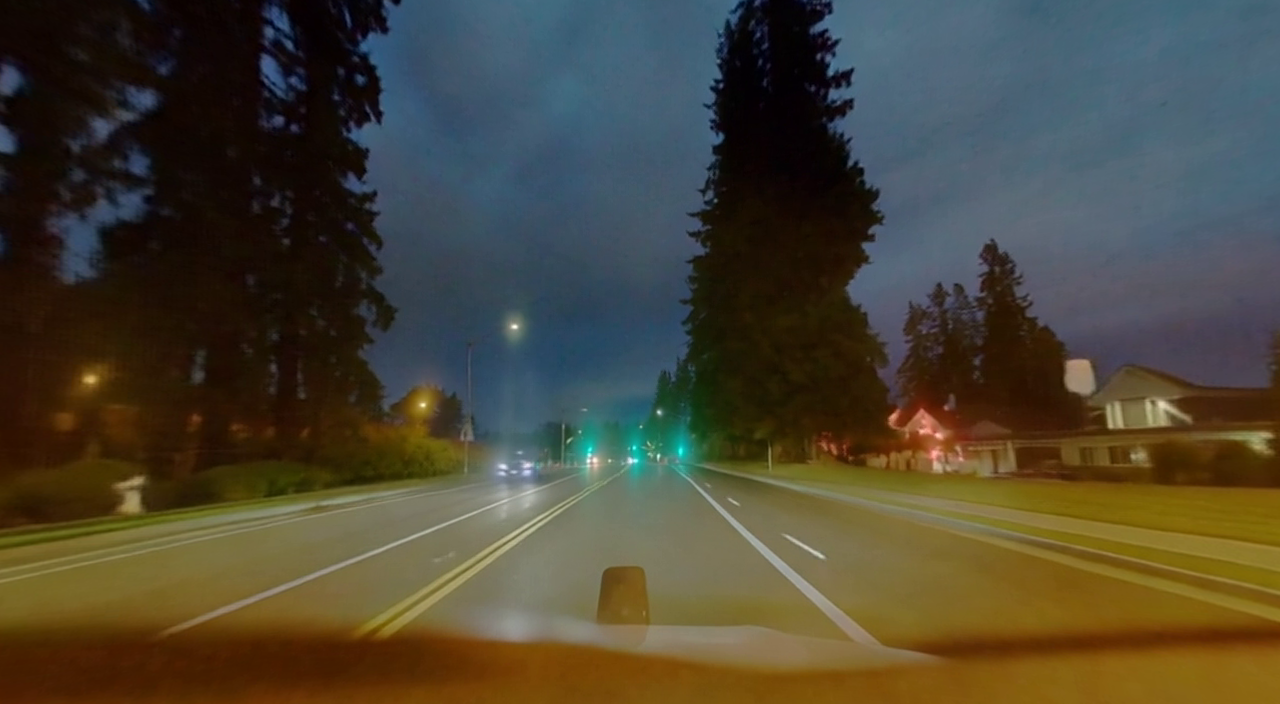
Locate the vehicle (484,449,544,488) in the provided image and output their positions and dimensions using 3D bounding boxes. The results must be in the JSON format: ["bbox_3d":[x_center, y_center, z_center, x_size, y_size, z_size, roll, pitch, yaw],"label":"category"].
[{"bbox_3d":[-5.445,5.053,27.704,1.816,1.543,3.931,-1,-8,0],"label":"vehicle"}]
